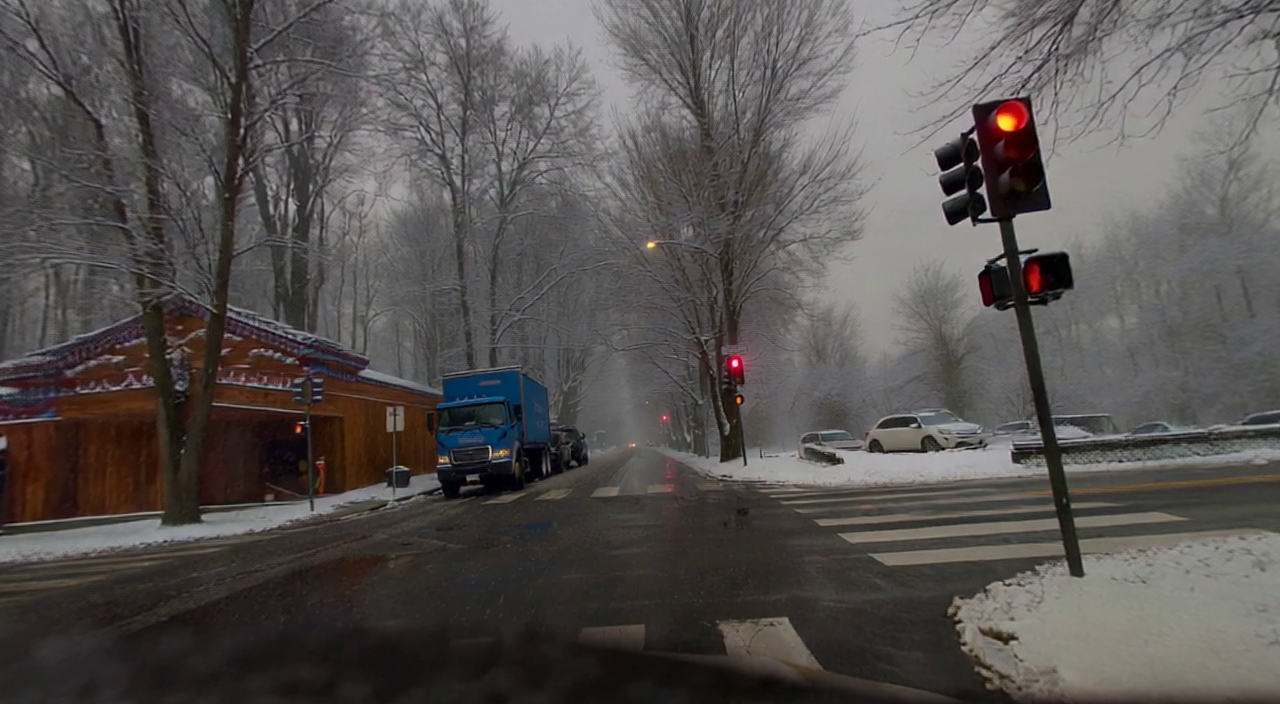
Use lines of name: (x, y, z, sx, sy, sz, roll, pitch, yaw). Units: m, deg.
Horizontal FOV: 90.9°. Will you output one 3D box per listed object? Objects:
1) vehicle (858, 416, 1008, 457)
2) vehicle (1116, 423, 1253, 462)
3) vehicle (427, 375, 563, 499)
vehicle: (10.749, 3.150, 23.413, 4.643, 1.456, 1.820, -1, -8, 5)
vehicle: (24.939, 4.166, 29.027, 4.268, 1.695, 2.053, 0, -8, 3)
vehicle: (-5.723, 3.682, 27.141, 3.113, 4.041, 10.284, -5, -8, 1)
